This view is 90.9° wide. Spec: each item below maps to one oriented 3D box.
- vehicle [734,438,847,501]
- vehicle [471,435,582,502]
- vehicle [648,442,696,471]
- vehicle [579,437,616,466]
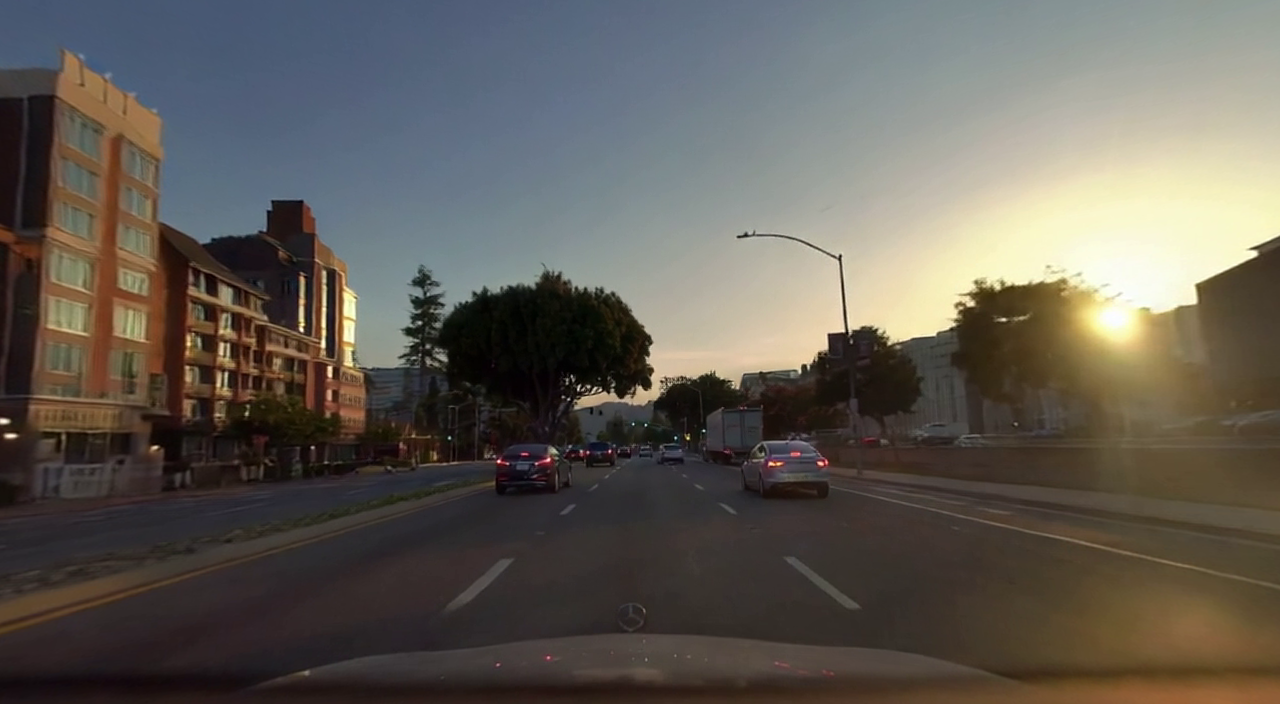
[{"bbox_3d":[3.818,3.048,16.817,1.972,1.452,4.189,0,-8,0],"label":"vehicle"},{"bbox_3d":[-2.819,3.014,16.762,2.003,1.509,4.396,0,-8,2],"label":"vehicle"},{"bbox_3d":[1.639,5.609,34.030,2.020,1.461,4.326,1,-8,-5],"label":"vehicle"},{"bbox_3d":[-2.757,6.668,42.312,2.137,1.796,4.304,0,-8,1],"label":"vehicle"}]
